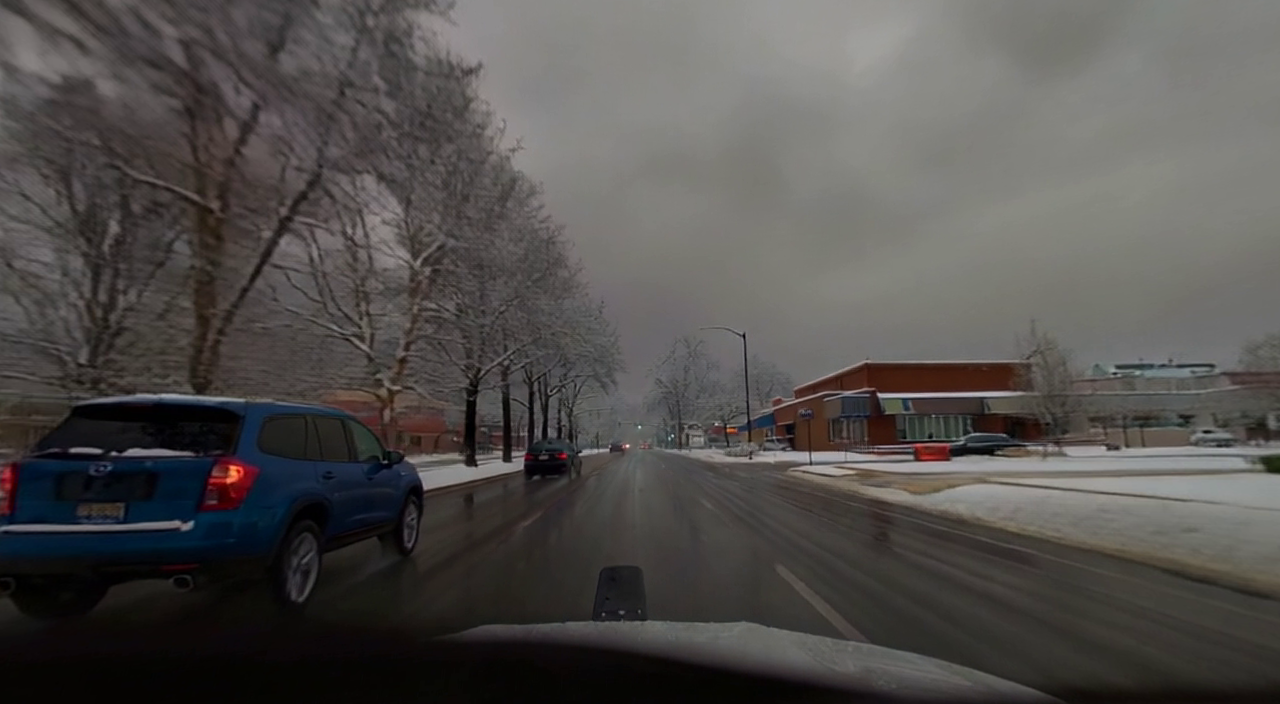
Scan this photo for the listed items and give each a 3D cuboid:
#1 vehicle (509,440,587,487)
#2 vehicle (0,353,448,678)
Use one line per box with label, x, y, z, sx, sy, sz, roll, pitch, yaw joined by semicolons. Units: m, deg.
vehicle;-3.132;3.896;22.497;2.069;1.470;4.601;0;-8;1
vehicle;-3.459;1.232;5.797;2.042;1.817;4.364;0;-8;-1
